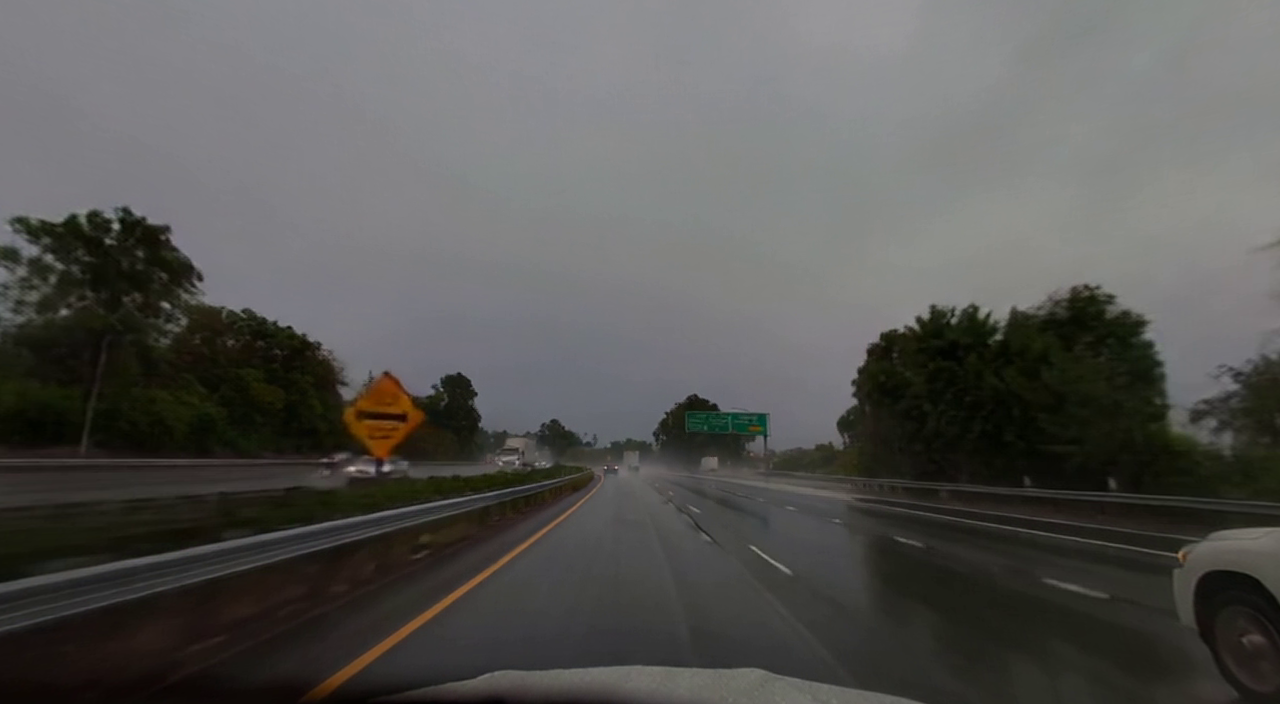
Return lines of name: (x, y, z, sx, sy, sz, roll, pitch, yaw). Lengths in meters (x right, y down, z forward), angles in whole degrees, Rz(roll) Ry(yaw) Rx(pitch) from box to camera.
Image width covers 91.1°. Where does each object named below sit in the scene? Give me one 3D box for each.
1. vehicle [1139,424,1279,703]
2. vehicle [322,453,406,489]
vehicle: (4.084, 0.844, 1.502, 1.965, 1.502, 4.599, 1, -10, 0)
vehicle: (-12.802, 5.575, 29.473, 1.921, 1.493, 4.470, 1, -10, -1)
